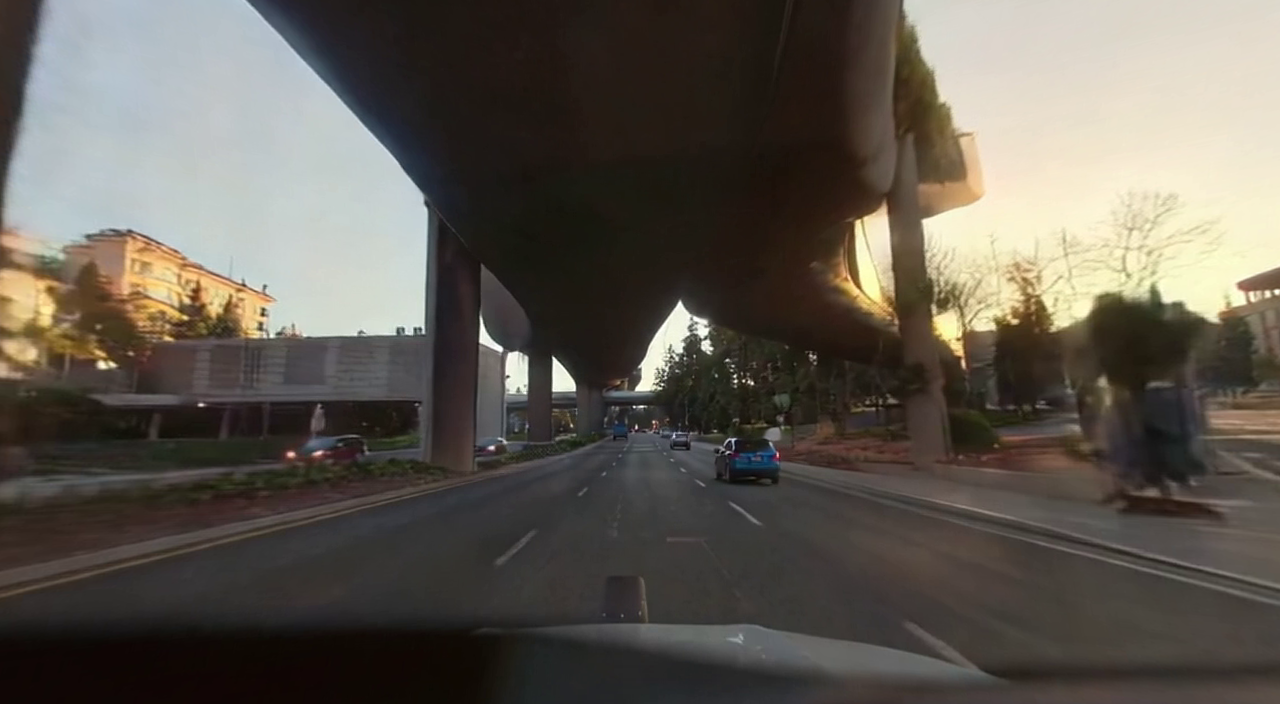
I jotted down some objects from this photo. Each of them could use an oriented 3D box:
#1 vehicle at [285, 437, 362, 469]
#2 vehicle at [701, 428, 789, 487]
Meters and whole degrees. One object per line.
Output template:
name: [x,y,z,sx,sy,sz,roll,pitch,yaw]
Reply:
vehicle: [-19.120,6.109,38.357,2.056,1.793,4.976,0,-9,0]
vehicle: [3.317,3.467,20.912,2.110,1.712,4.489,0,-9,-1]
